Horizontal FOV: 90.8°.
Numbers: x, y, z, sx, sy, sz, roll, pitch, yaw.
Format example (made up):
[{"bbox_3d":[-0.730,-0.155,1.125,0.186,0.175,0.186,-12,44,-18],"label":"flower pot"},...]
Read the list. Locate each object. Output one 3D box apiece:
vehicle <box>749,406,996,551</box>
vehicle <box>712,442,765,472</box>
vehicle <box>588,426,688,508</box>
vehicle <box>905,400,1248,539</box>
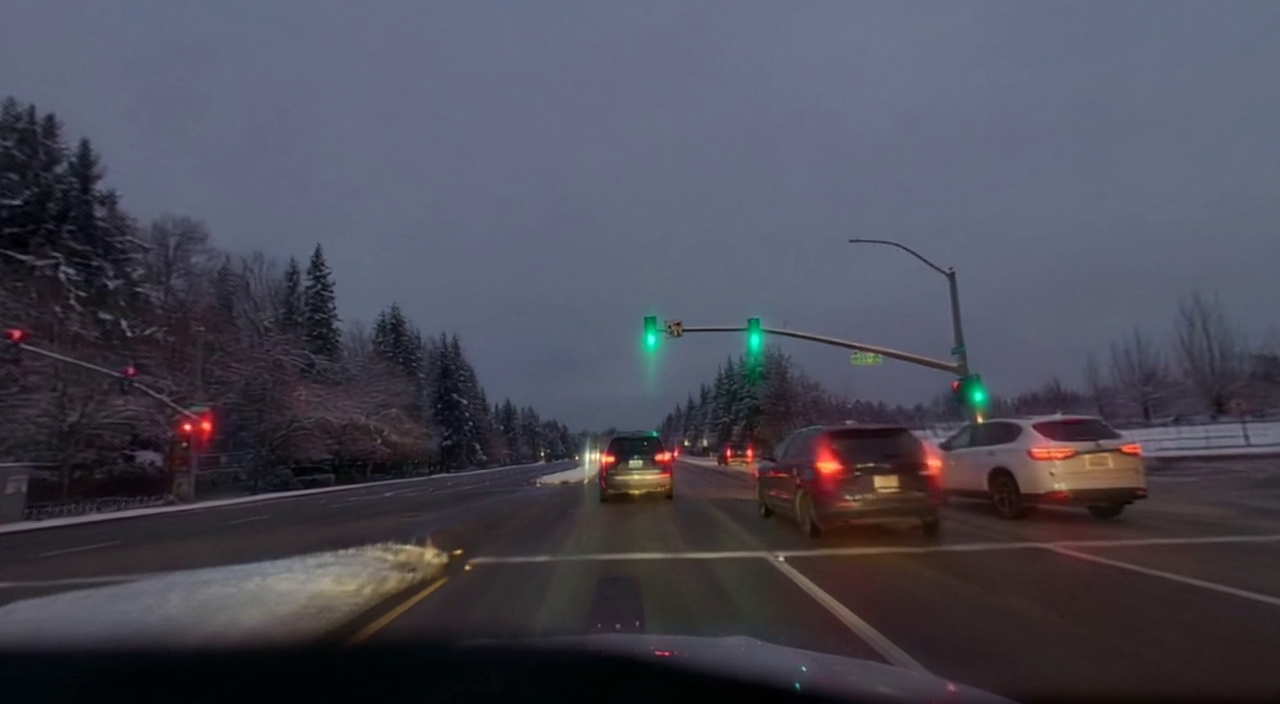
[{"bbox_3d":[3.344,1.965,10.509,2.057,1.788,5.216,0,-9,-1],"label":"vehicle"},{"bbox_3d":[6.220,6.720,40.639,2.440,1.775,4.791,0,-9,-2],"label":"vehicle"},{"bbox_3d":[-0.087,3.020,16.938,2.353,1.894,4.122,0,-9,-1],"label":"vehicle"},{"bbox_3d":[7.095,2.005,11.342,2.251,1.873,5.346,0,-9,-1],"label":"vehicle"}]
